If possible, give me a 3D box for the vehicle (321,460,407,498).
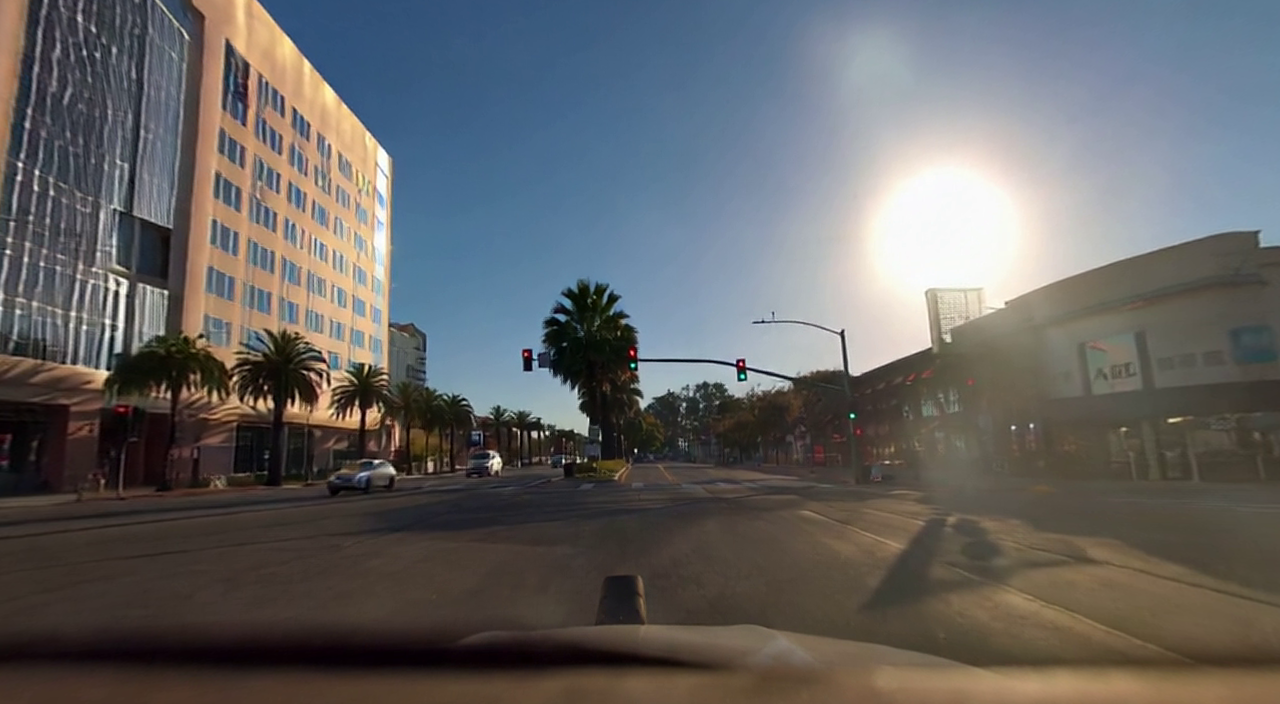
[{"bbox_3d":[-12.825,5.902,29.684,2.038,1.624,4.292,0,-9,0],"label":"vehicle"}]
